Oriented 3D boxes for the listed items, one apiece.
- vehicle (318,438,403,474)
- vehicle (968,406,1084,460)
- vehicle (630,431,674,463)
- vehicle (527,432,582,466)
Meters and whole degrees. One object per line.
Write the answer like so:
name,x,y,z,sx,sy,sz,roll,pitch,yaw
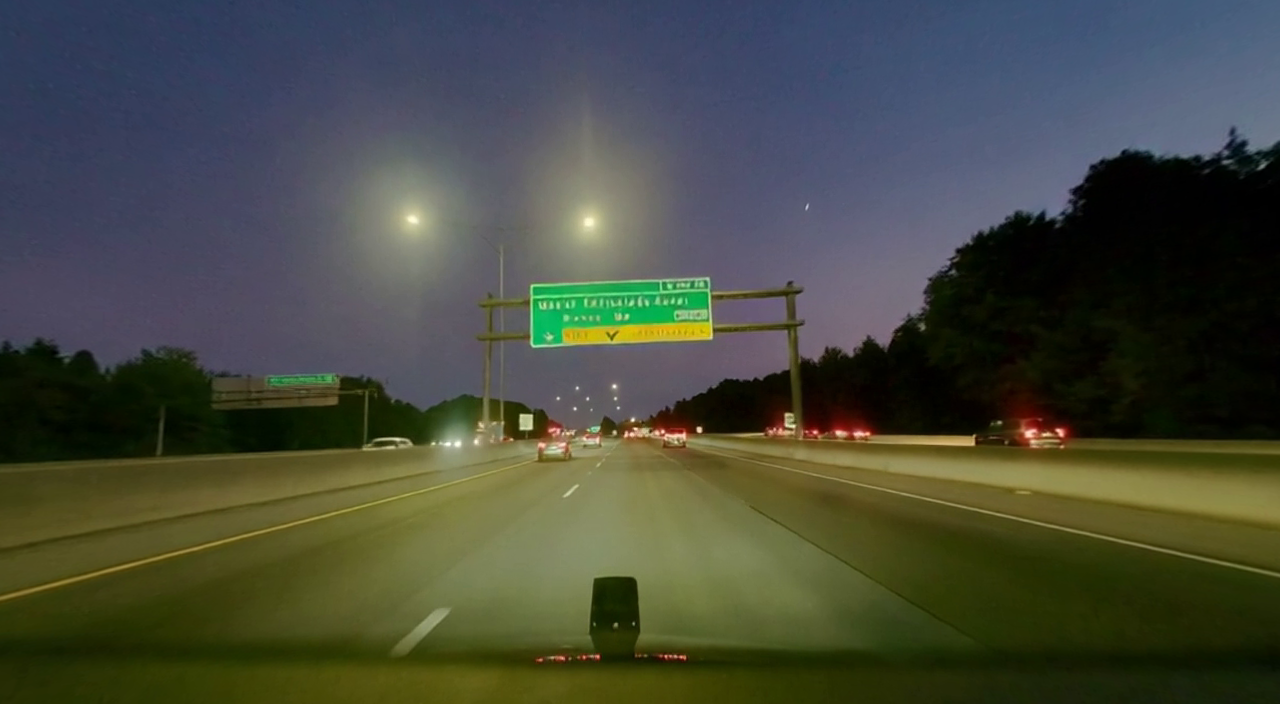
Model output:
vehicle,-12.453,4.627,28.467,1.859,1.484,4.453,0,-8,-1
vehicle,20.045,4.301,33.200,2.232,2.540,6.015,0,-8,-1
vehicle,0.543,4.828,32.192,2.086,1.554,3.875,0,-8,-2
vehicle,-3.917,4.519,29.634,2.014,1.471,4.380,0,-8,-1
